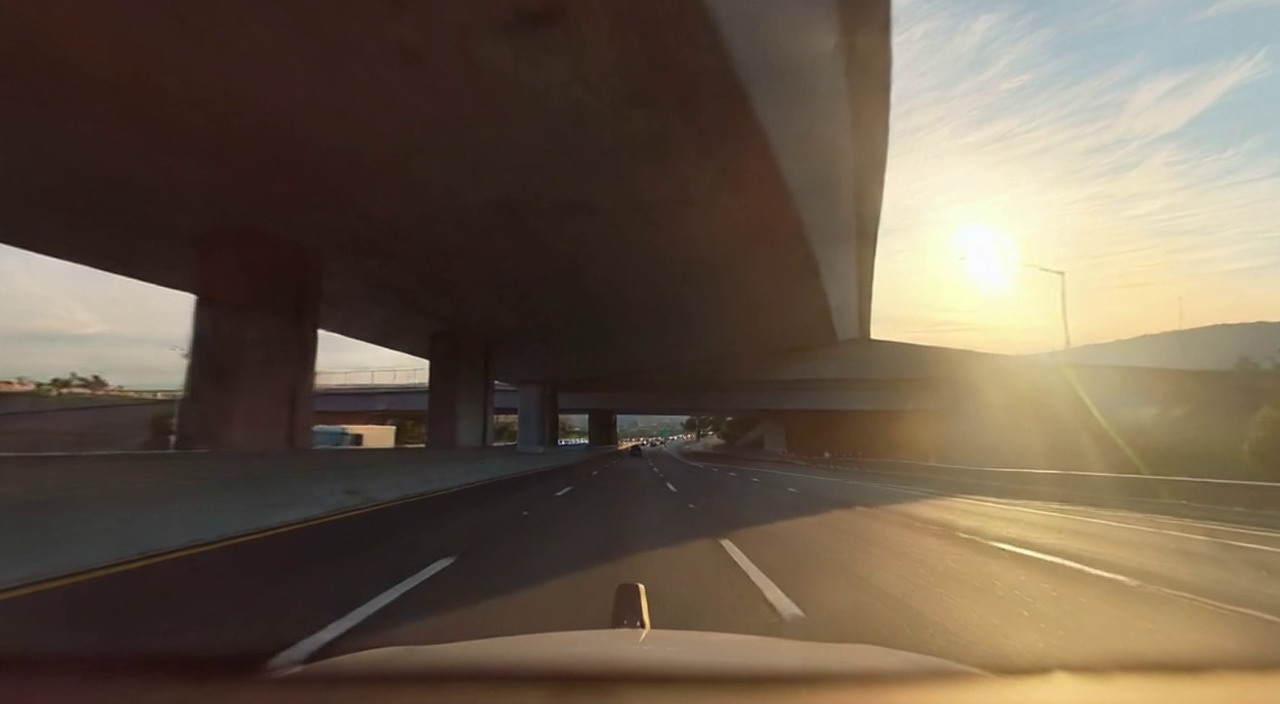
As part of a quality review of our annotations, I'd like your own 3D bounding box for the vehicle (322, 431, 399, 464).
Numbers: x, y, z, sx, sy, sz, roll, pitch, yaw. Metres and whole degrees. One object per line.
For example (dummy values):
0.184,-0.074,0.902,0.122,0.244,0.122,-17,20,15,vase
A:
-17.434,6.011,39.751,2.233,1.914,5.676,0,-9,0,vehicle
